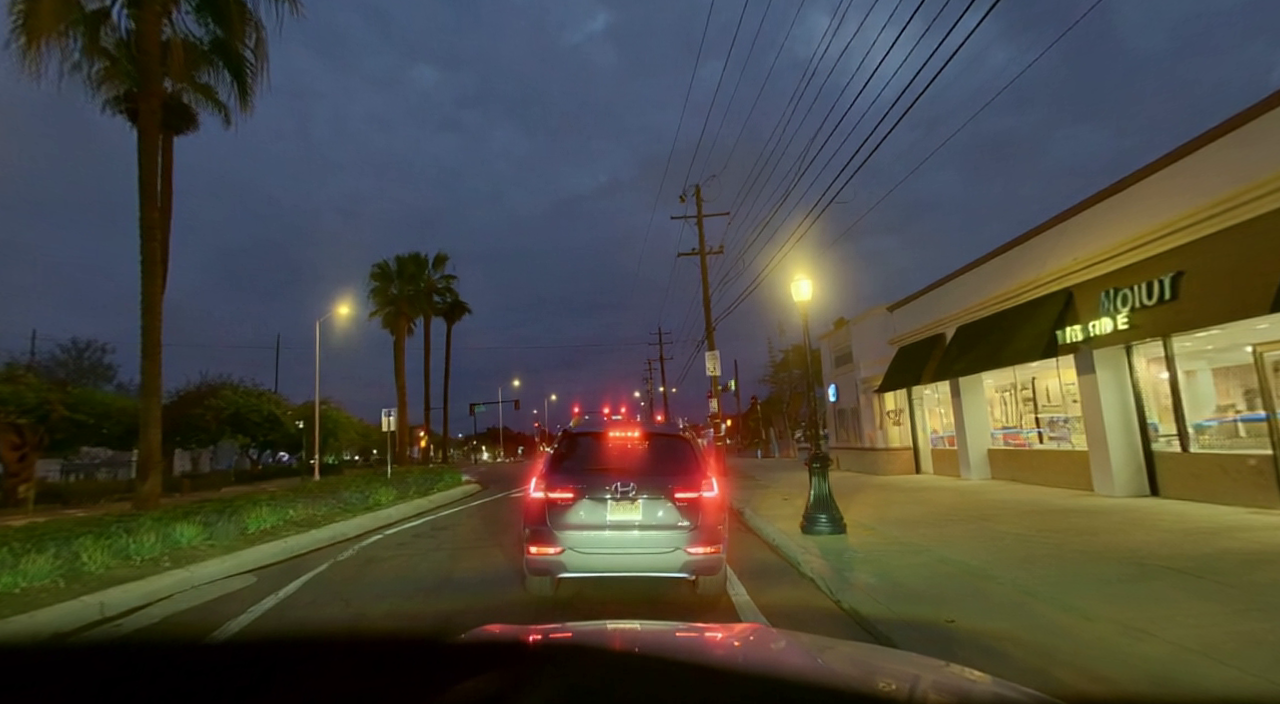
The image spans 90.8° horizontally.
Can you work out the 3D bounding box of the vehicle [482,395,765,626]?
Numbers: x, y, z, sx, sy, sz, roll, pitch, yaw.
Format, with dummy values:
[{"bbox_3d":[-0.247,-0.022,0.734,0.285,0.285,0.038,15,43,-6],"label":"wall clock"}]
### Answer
[{"bbox_3d":[-0.204,1.451,6.679,2.105,1.702,3.750,0,-8,-3],"label":"vehicle"}]
